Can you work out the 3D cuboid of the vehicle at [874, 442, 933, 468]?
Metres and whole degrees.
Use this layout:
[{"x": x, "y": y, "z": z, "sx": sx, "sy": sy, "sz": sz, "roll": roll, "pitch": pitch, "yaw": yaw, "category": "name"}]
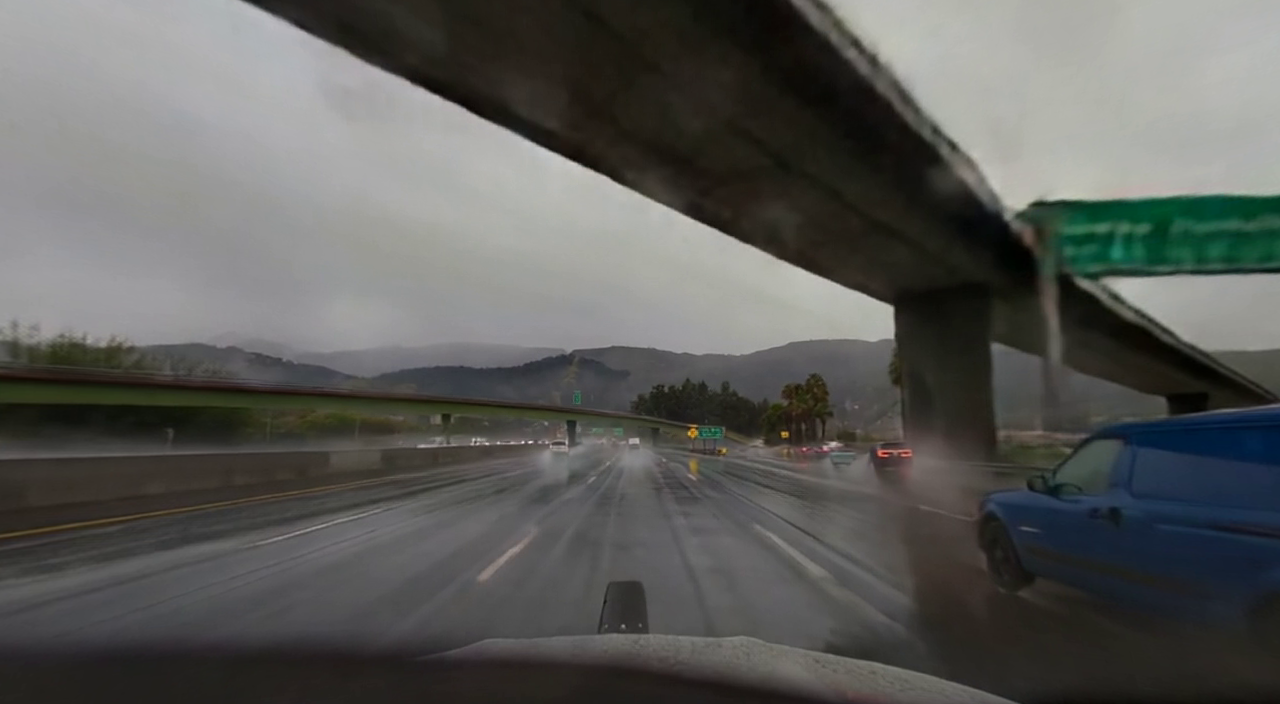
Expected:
[{"x": 18.712, "y": 7.326, "z": 44.888, "sx": 2.294, "sy": 1.737, "sz": 4.708, "roll": 0, "pitch": -8, "yaw": 2, "category": "vehicle"}]
